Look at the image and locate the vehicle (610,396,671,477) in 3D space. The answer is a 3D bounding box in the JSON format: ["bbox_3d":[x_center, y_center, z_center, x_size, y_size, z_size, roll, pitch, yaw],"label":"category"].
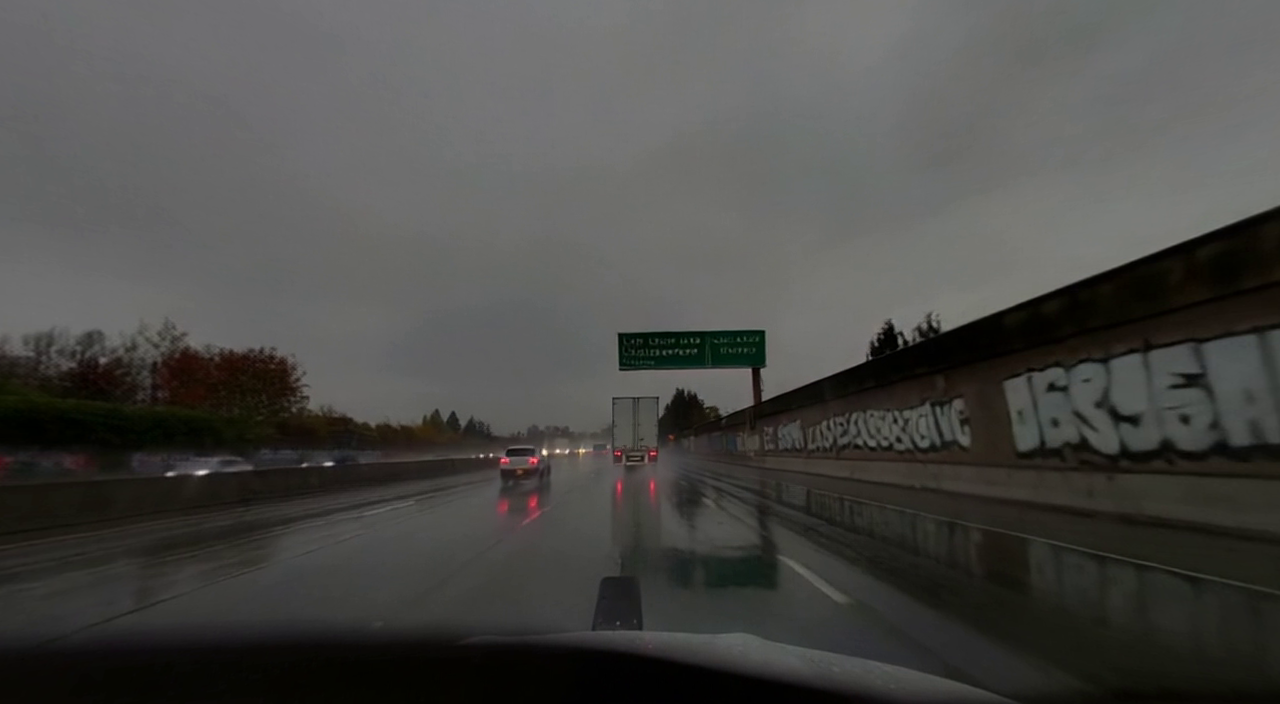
[{"bbox_3d":[-0.067,5.104,37.132,3.042,4.023,10.832,0,-9,-1],"label":"vehicle"}]

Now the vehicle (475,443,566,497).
[{"bbox_3d":[-3.725,3.760,20.339,2.158,1.538,4.047,0,-9,0],"label":"vehicle"}]
